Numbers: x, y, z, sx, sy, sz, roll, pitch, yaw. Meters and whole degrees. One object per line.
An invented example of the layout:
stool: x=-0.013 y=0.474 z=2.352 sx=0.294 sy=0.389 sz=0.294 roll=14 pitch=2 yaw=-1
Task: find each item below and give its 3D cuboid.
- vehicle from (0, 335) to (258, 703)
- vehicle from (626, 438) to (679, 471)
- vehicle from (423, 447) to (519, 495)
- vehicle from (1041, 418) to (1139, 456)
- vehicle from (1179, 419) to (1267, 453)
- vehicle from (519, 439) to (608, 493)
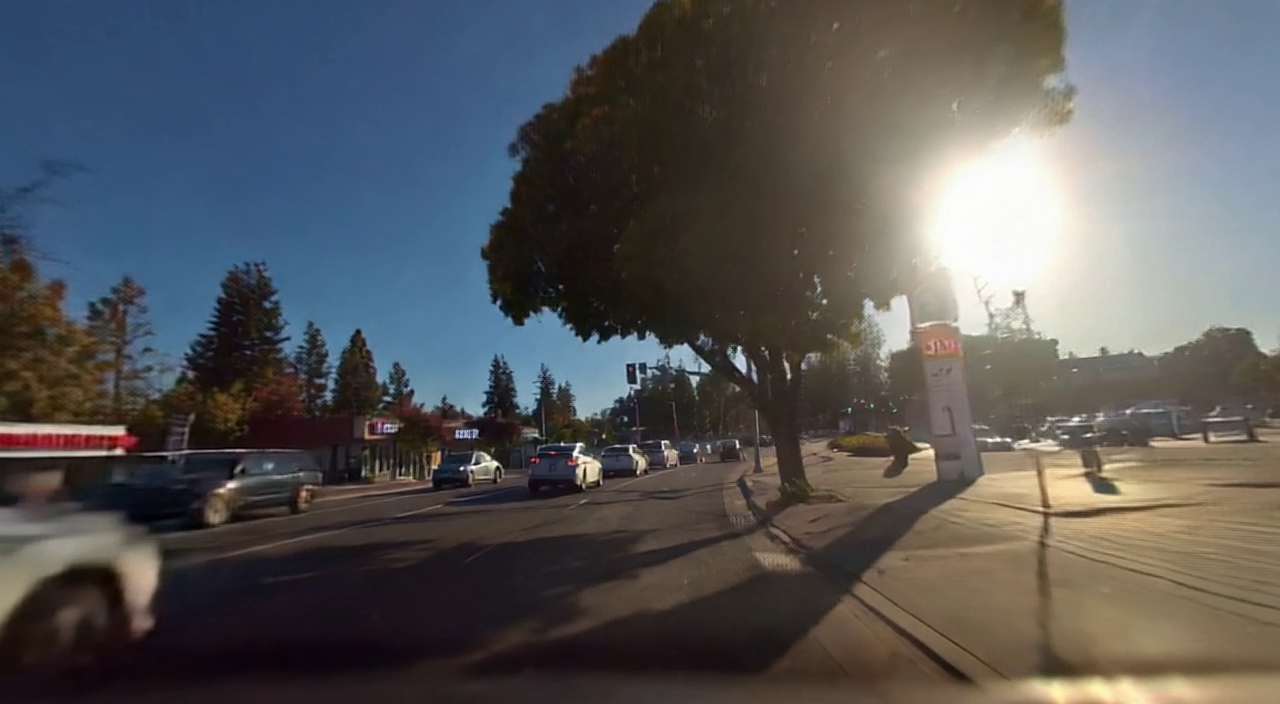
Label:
vehicle: x=-3.691 y=0.738 z=1.819 sx=2.168 sy=1.783 sz=4.695 roll=-1 pitch=-9 yaw=1
vehicle: x=0.812 y=6.083 z=37.669 sx=2.167 sy=1.832 sz=4.679 roll=-2 pitch=-9 yaw=14
vehicle: x=-6.068 y=4.304 z=23.259 sx=1.974 sy=1.558 sz=3.949 roll=-1 pitch=-9 yaw=8
vehicle: x=23.162 y=4.404 z=32.479 sx=4.982 sy=1.789 sz=2.303 roll=6 pitch=-10 yaw=-33
vehicle: x=26.473 y=3.851 z=28.667 sx=4.106 sy=1.450 sz=1.901 roll=6 pitch=-10 yaw=-34
vehicle: x=-2.505 y=3.898 z=21.926 sx=2.002 sy=1.664 sz=4.113 roll=-1 pitch=-9 yaw=9
